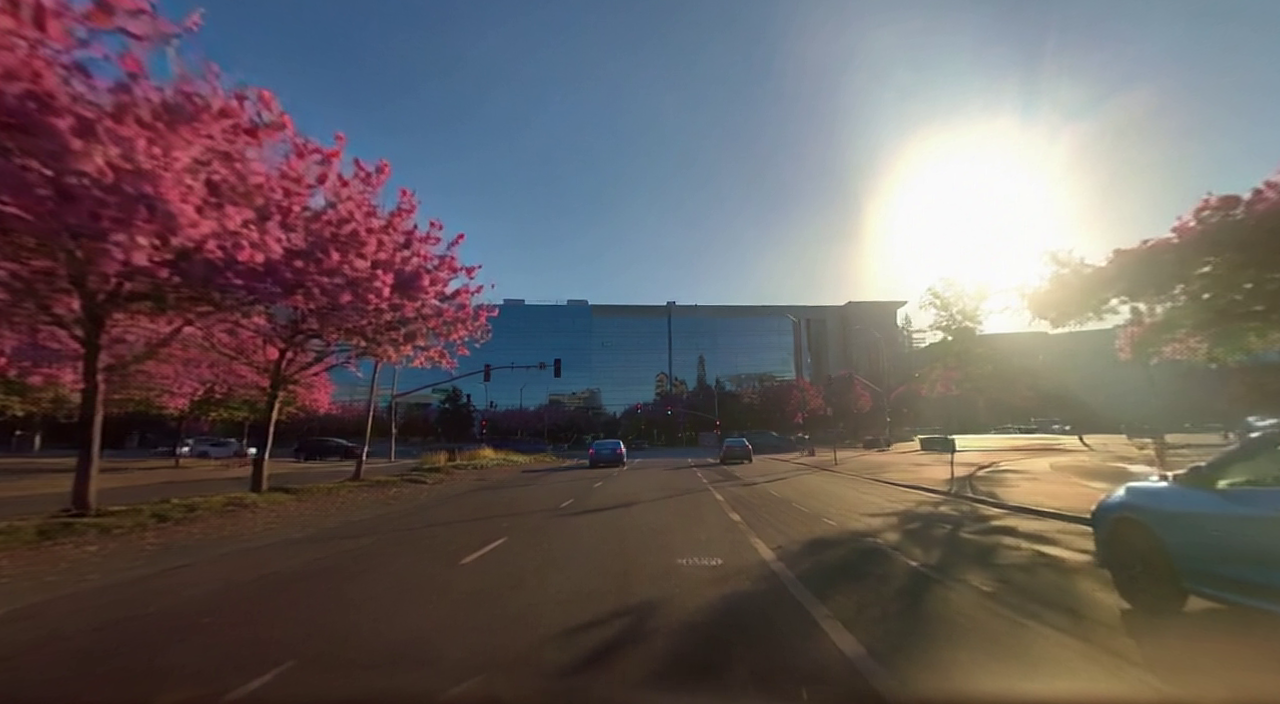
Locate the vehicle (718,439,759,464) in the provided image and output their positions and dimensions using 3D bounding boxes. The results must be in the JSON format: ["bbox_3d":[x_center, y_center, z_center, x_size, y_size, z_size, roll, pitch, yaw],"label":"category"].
[{"bbox_3d":[6.082,6.192,39.366,2.007,1.466,4.291,0,-9,2],"label":"vehicle"}]

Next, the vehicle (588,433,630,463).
[{"bbox_3d":[-1.801,5.865,38.445,1.995,1.703,4.367,-1,-9,4],"label":"vehicle"}]

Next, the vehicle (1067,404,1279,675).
[{"bbox_3d":[4.630,0.992,3.136,2.019,1.518,4.285,0,-9,1],"label":"vehicle"}]
